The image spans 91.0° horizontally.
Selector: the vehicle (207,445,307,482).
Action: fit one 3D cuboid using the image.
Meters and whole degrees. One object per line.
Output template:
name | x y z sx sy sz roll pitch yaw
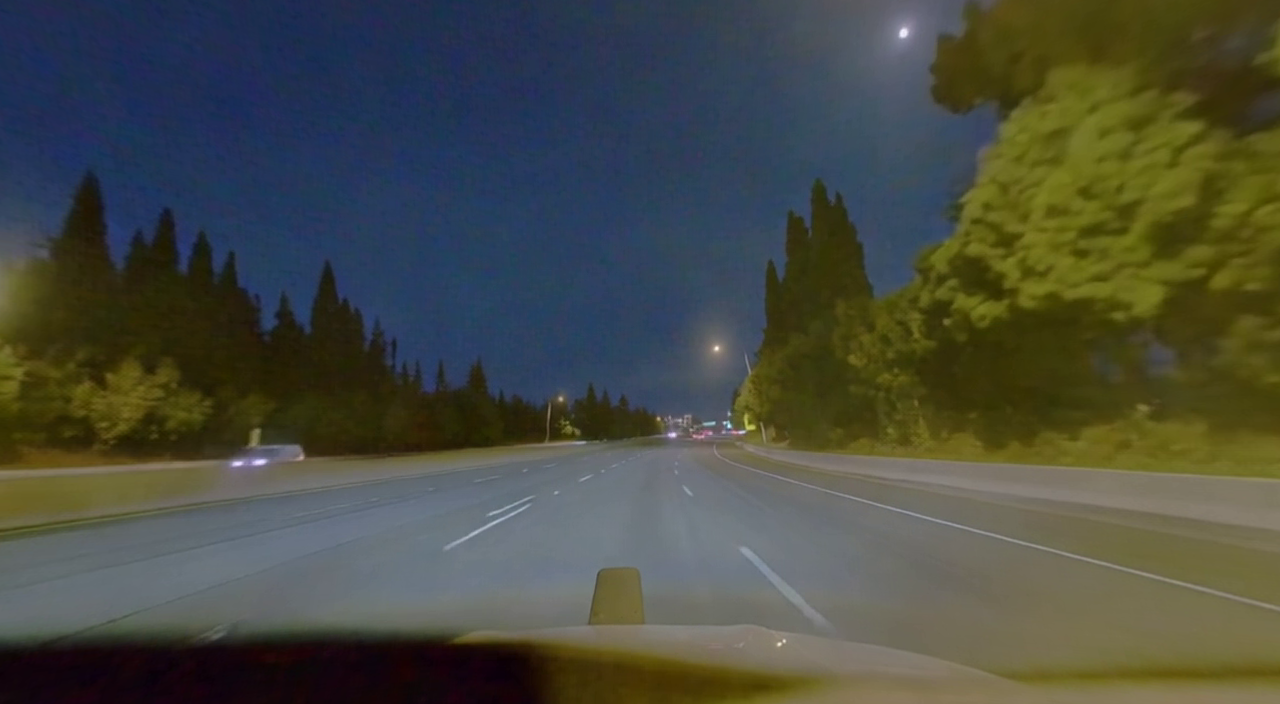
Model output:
vehicle | -21.318 6.183 35.358 2.282 1.884 4.847 -1 -9 4
